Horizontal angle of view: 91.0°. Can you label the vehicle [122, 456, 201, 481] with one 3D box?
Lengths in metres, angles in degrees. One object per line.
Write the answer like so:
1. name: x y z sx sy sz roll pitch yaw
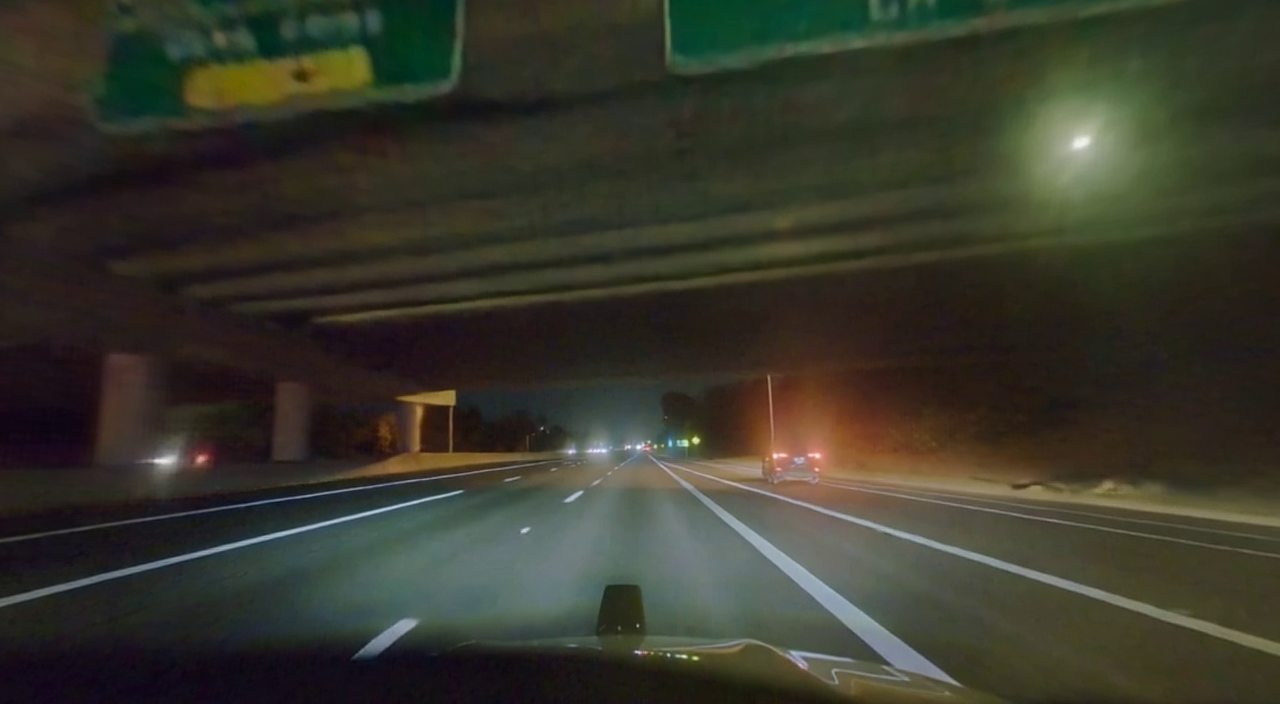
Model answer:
1. vehicle: -31.450 7.653 41.555 1.929 1.534 4.265 0 -9 -2
